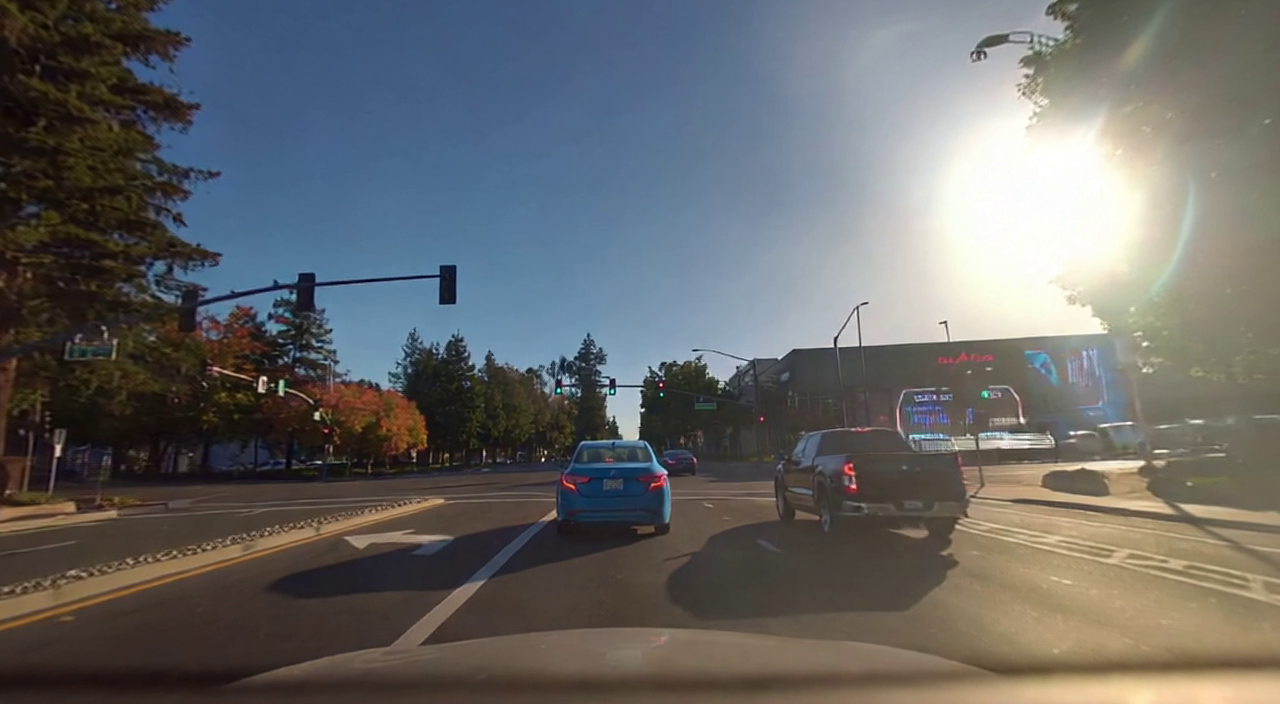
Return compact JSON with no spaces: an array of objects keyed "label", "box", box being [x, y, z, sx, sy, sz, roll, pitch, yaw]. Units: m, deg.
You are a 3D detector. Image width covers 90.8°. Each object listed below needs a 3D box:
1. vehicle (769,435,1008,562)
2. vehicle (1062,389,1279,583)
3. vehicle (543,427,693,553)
[{"label":"vehicle","box":[3.583,2.176,10.242,1.955,1.550,4.587,0,-9,-1]},{"label":"vehicle","box":[7.541,1.385,6.605,2.240,1.923,5.678,0,-8,-1]},{"label":"vehicle","box":[-0.313,2.154,10.494,2.037,1.674,3.693,0,-8,0]}]
